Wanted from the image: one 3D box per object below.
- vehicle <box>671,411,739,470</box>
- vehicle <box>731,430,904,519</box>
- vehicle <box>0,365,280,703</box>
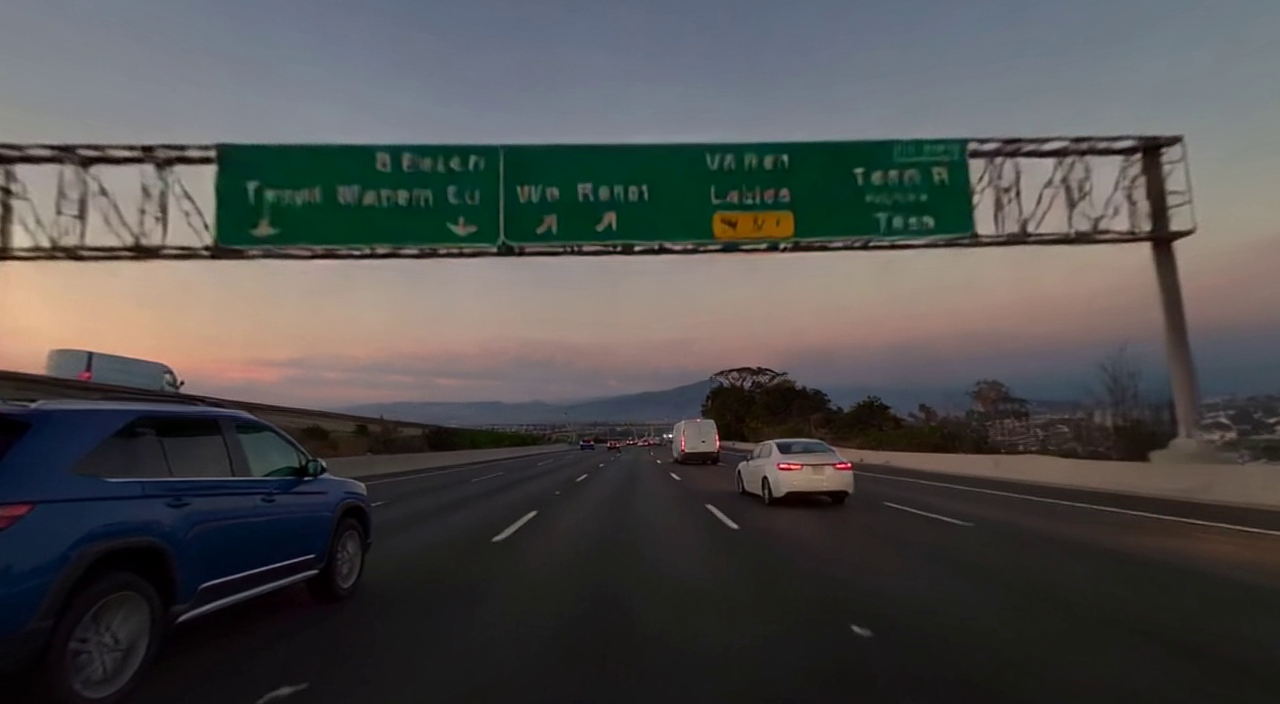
[{"bbox_3d":[3.192,4.591,32.721,2.629,2.718,6.740,0,-8,-1],"label":"vehicle"},{"bbox_3d":[3.428,2.487,13.466,2.108,1.509,5.059,0,-8,-1],"label":"vehicle"},{"bbox_3d":[-4.006,0.913,3.087,2.000,1.646,4.201,0,-8,0],"label":"vehicle"}]
